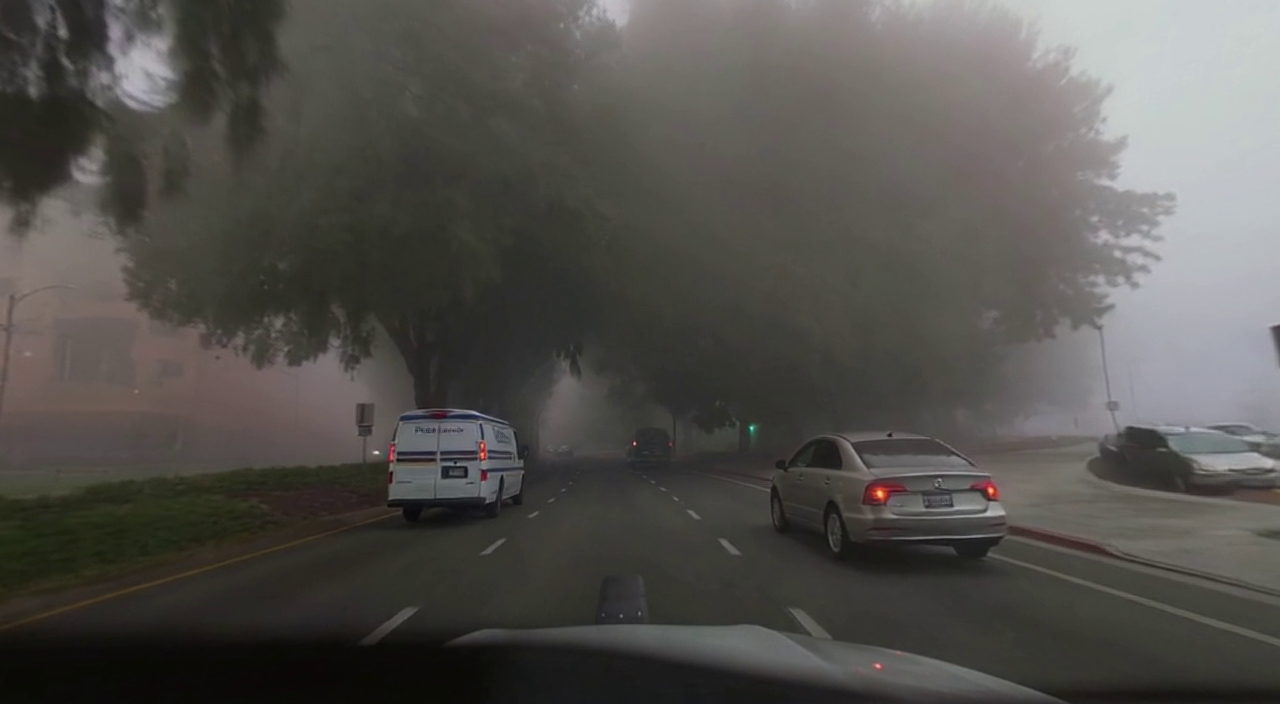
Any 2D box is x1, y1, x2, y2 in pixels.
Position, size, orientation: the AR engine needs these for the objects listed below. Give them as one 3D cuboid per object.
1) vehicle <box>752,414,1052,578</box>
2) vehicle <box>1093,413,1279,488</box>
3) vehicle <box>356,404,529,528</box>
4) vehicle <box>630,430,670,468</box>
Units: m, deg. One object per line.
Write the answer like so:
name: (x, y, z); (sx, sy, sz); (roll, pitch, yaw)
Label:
vehicle: (3.113, 1.827, 8.855); (2.087, 1.658, 4.612); (0, -9, -2)
vehicle: (13.551, 2.302, 14.879); (4.117, 1.627, 2.086); (0, -9, -3)
vehicle: (-3.969, 2.397, 13.746); (2.420, 2.227, 4.499); (0, -9, -2)
vehicle: (0.633, 7.015, 45.780); (2.397, 2.566, 5.324); (1, -9, -5)
